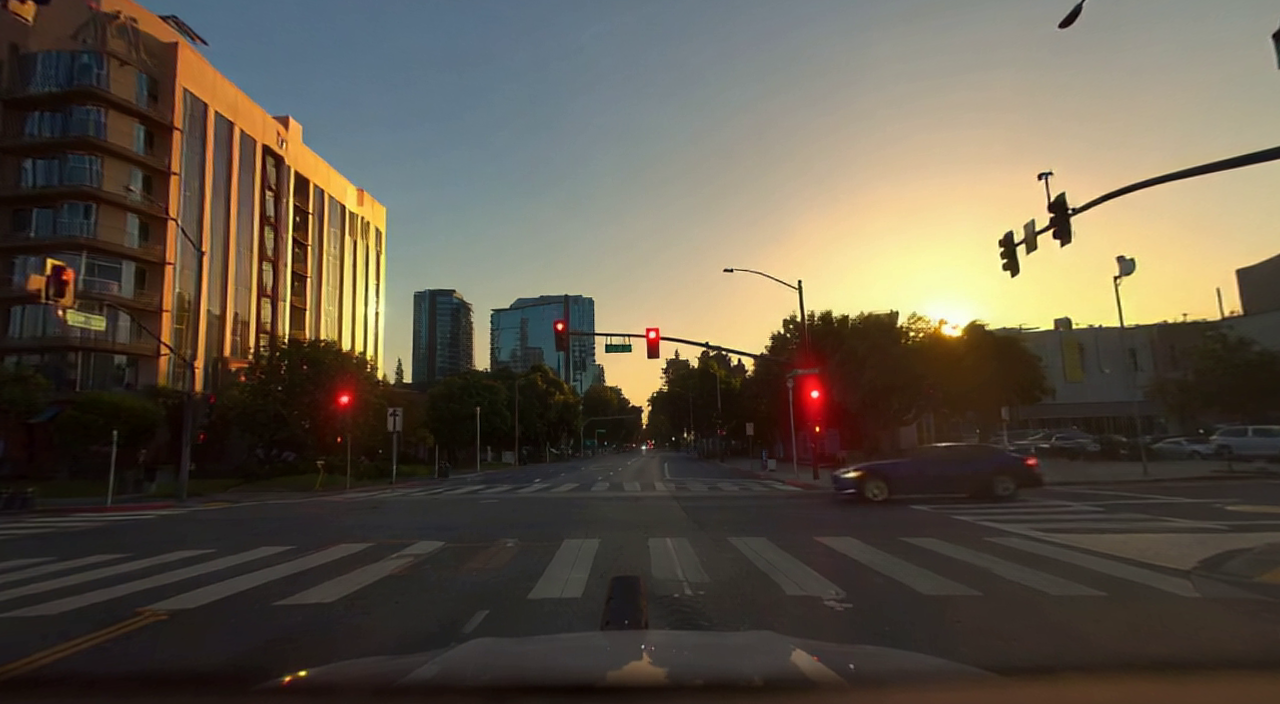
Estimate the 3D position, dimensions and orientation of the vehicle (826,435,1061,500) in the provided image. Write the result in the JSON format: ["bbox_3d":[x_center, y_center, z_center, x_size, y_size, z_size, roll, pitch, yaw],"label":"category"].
[{"bbox_3d":[7.381,2.849,15.756,4.847,1.484,1.926,0,-8,0],"label":"vehicle"}]
